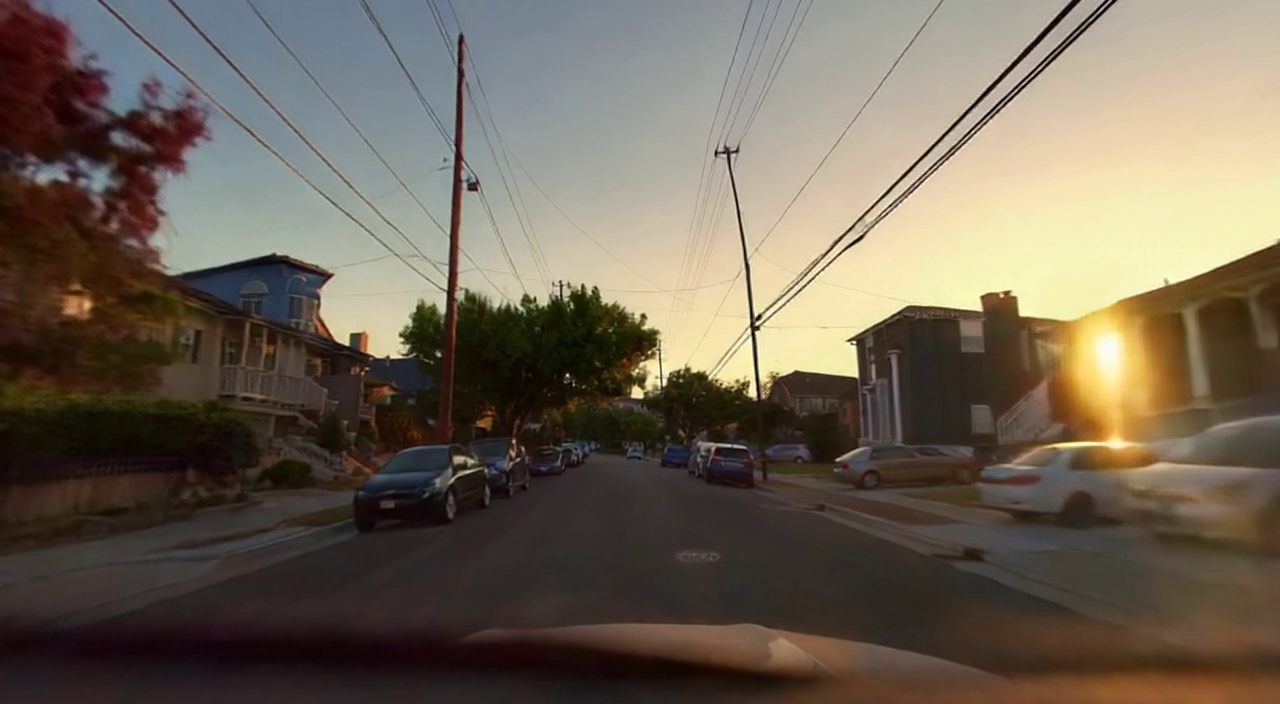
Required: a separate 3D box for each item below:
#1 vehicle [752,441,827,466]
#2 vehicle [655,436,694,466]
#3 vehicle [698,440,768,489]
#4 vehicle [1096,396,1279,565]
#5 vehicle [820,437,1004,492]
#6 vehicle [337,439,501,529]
[{"bbox_3d":[9.358,6.383,39.688,4.148,1.516,1.976,0,-8,-2],"label":"vehicle"},{"bbox_3d":[2.568,7.526,48.246,2.564,2.155,6.053,0,-8,-1],"label":"vehicle"},{"bbox_3d":[3.250,4.014,22.799,1.916,1.587,3.986,0,-8,0],"label":"vehicle"},{"bbox_3d":[8.827,1.564,8.092,4.512,1.841,1.912,1,-9,-4],"label":"vehicle"},{"bbox_3d":[7.782,3.242,18.441,4.480,1.497,1.884,0,-8,1],"label":"vehicle"},{"bbox_3d":[-4.175,2.528,12.739,1.745,1.490,4.304,0,-8,0],"label":"vehicle"}]
